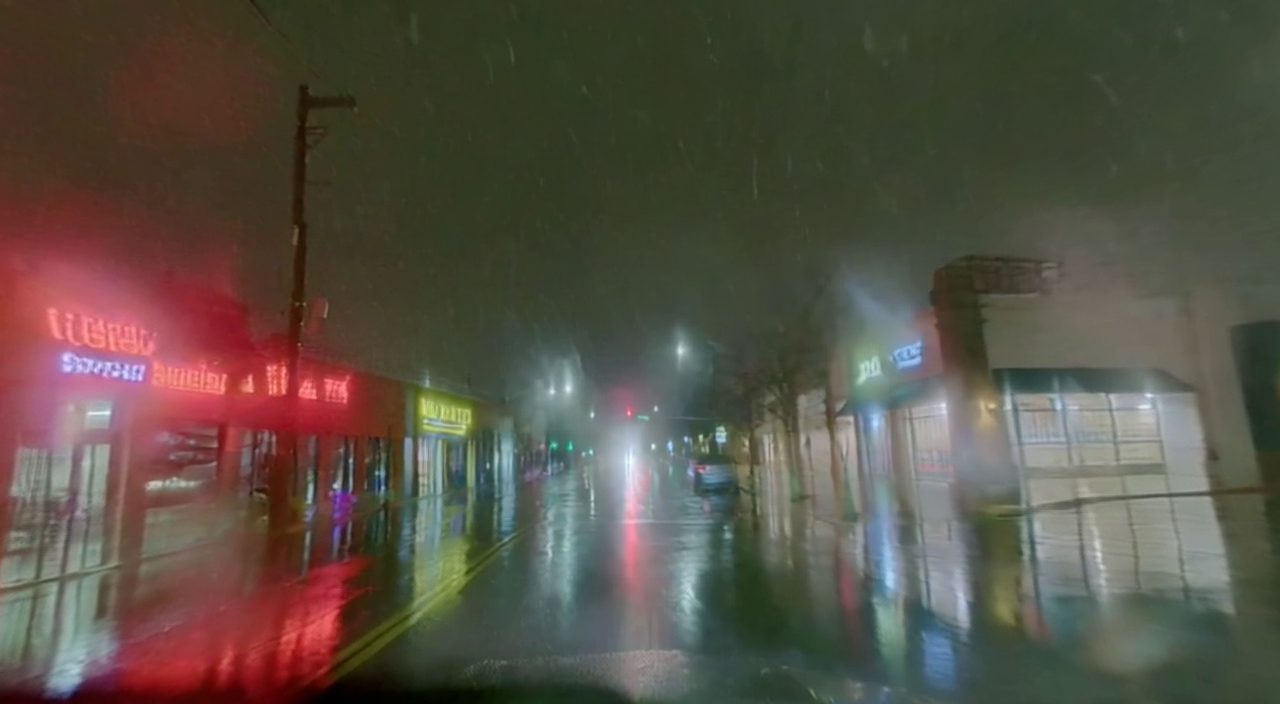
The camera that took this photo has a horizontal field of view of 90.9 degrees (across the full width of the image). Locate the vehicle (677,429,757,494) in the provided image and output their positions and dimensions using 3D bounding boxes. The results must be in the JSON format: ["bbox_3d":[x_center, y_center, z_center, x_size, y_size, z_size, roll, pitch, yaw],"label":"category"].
[{"bbox_3d":[2.596,3.868,22.531,2.150,2.013,4.748,0,-9,-1],"label":"vehicle"}]
